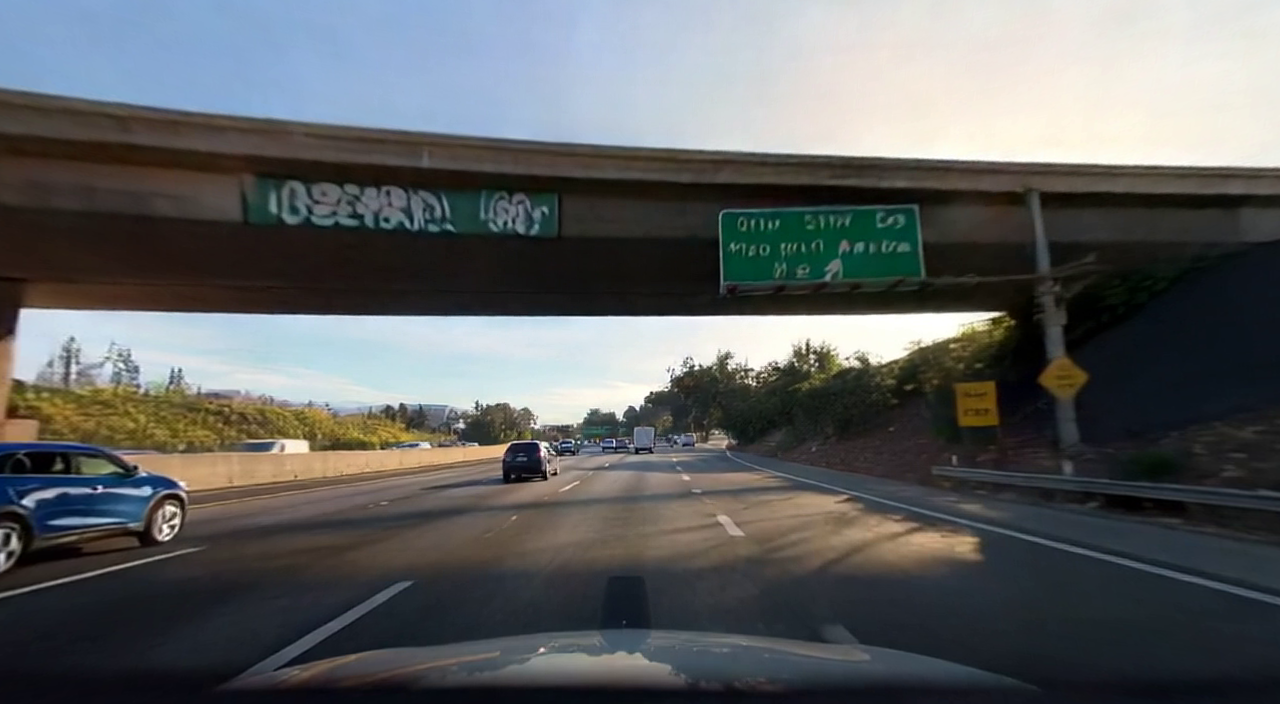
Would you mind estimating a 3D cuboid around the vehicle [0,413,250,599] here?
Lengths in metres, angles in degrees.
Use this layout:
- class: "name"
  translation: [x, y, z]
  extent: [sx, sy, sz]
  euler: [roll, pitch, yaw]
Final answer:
- class: "vehicle"
  translation: [-6.687, 1.601, 7.137]
  extent: [1.969, 1.633, 3.962]
  euler: [0, -8, -1]

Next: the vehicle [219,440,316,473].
- class: "vehicle"
  translation: [-22.013, 6.173, 37.437]
  extent: [2.258, 1.762, 5.665]
  euler: [0, -8, 1]

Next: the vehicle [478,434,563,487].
- class: "vehicle"
  translation: [-4.176, 3.870, 22.706]
  extent: [2.154, 1.693, 4.394]
  euler: [0, -8, 1]
